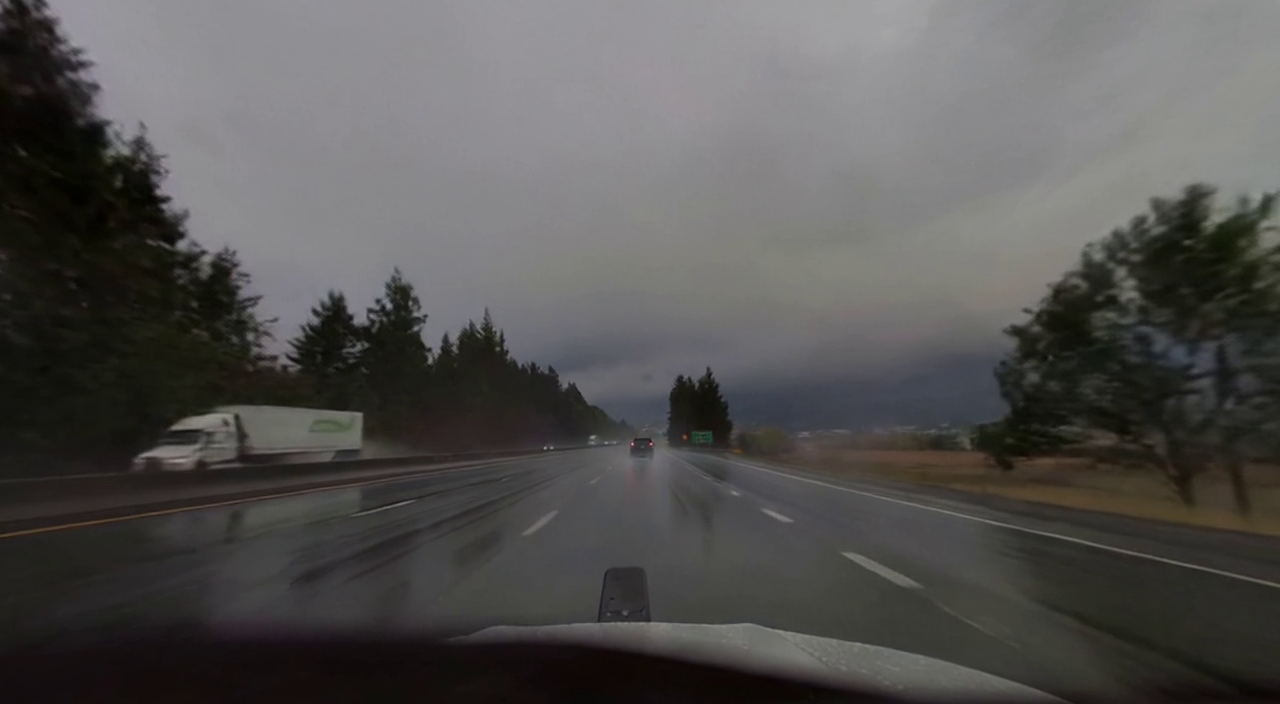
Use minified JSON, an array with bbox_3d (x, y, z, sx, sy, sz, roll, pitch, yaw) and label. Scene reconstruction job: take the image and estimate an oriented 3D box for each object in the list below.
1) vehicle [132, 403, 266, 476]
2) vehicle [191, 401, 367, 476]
[{"bbox_3d":[-22.018,4.400,31.813,2.748,3.336,5.227,1,-8,1],"label":"vehicle"},{"bbox_3d":[-22.181,5.599,40.421,2.901,3.911,14.211,0,-8,0],"label":"vehicle"}]
